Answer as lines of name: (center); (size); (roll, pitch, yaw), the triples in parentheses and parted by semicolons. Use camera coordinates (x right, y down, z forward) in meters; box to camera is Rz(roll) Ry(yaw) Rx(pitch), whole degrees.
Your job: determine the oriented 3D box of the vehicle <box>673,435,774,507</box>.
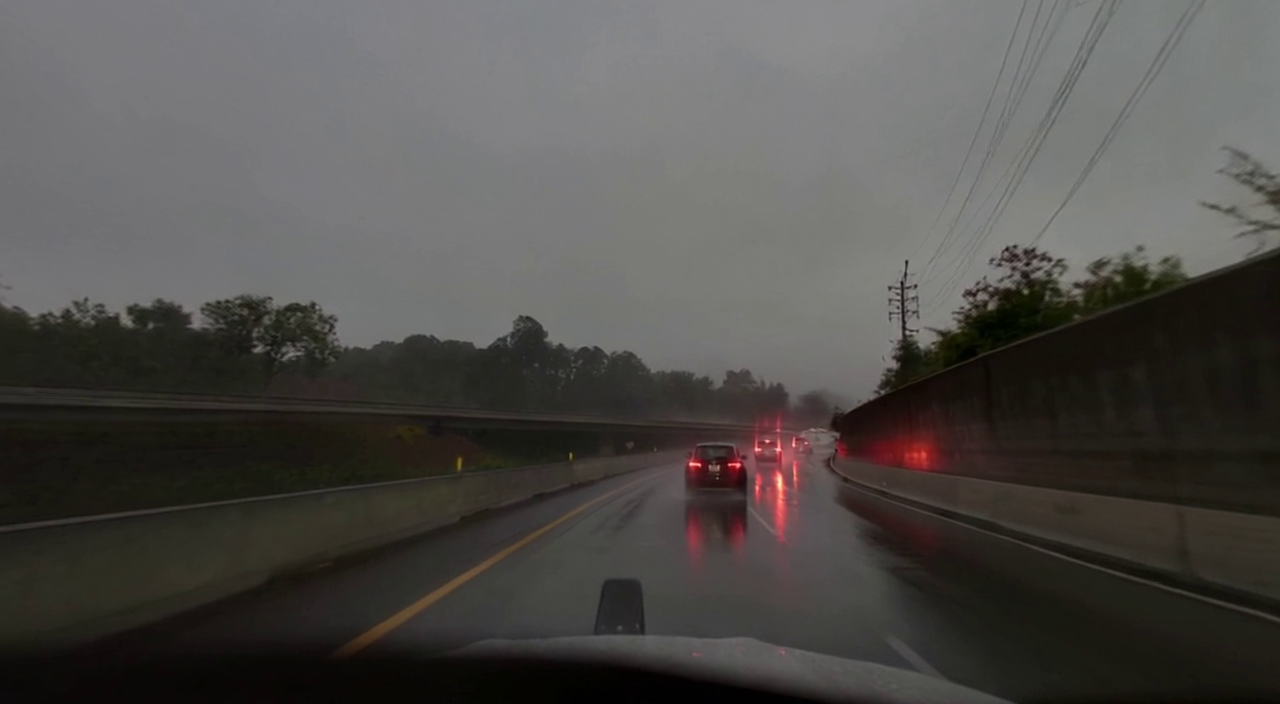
vehicle: (2.017, 2.841, 15.509); (2.091, 1.482, 4.321); (-1, -9, 7)
